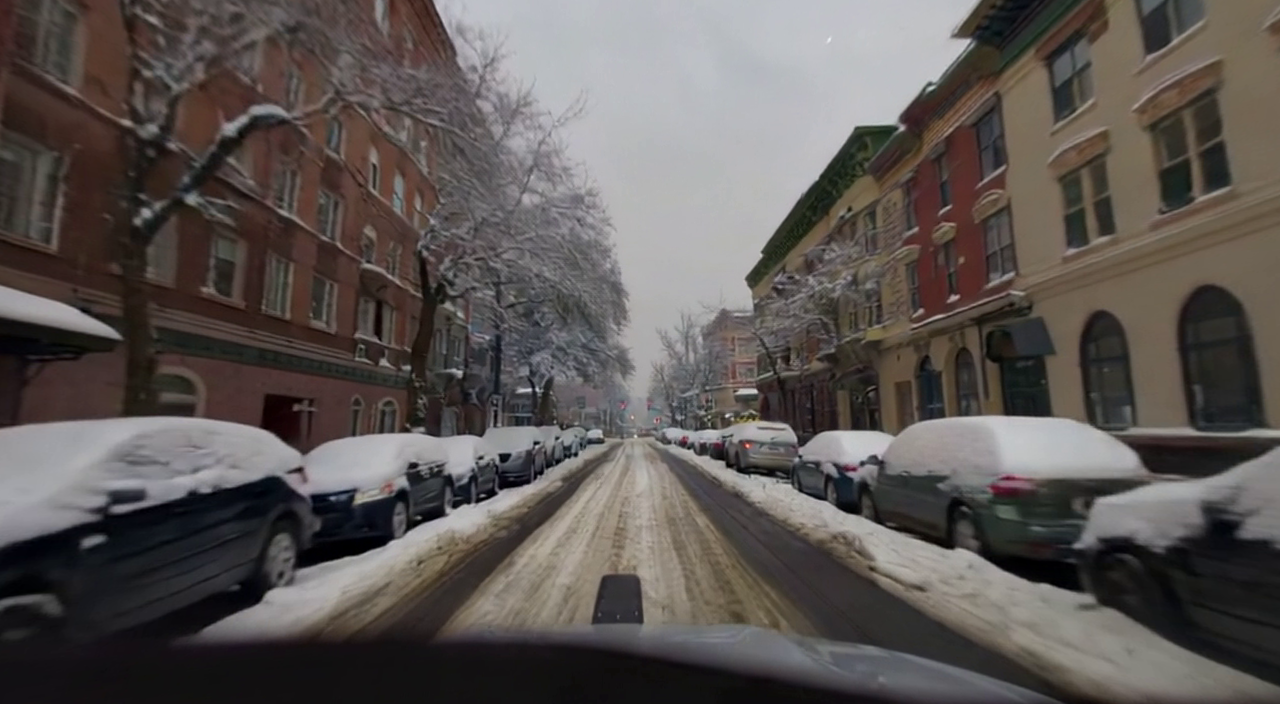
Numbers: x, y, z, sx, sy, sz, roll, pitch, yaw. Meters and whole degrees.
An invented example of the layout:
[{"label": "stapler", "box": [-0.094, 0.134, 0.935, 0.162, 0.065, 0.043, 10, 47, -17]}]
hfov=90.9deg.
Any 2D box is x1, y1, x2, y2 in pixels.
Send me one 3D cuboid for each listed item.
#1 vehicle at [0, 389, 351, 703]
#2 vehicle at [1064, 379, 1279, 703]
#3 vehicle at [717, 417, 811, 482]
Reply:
[{"label": "vehicle", "box": [-3.413, 1.011, 3.623, 1.874, 1.508, 3.414, 1, -3, 0]}, {"label": "vehicle", "box": [3.731, 0.819, 2.105, 1.896, 1.549, 3.845, 0, -7, -1]}, {"label": "vehicle", "box": [3.737, 3.020, 19.877, 1.879, 1.802, 4.574, 0, -7, -2]}]
